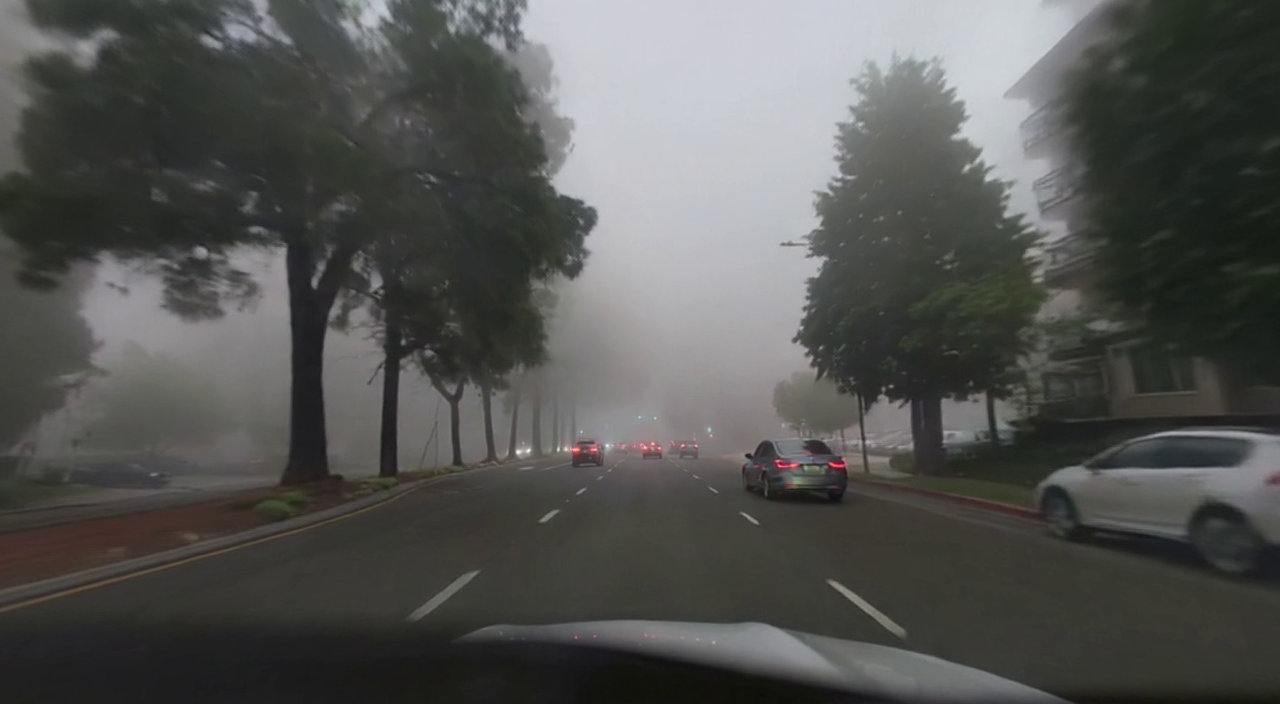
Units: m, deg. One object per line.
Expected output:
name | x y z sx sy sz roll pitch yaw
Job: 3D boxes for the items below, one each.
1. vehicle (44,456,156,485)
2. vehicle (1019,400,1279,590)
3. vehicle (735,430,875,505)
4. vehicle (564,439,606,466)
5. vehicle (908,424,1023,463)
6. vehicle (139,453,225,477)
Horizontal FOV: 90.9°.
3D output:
vehicle | -30.516 6.666 35.703 2.058 1.461 4.498 -9 -12 44
vehicle | 6.946 1.541 7.310 2.121 1.727 4.789 0 -9 1
vehicle | 3.689 2.693 15.072 2.128 1.502 4.572 0 -9 0
vehicle | -3.236 6.079 38.142 2.049 1.485 4.656 0 -9 1
vehicle | 15.790 4.469 30.764 4.410 1.795 2.078 0 -9 -1
vehicle | -31.036 7.652 42.797 2.067 1.497 4.306 -8 -12 42
